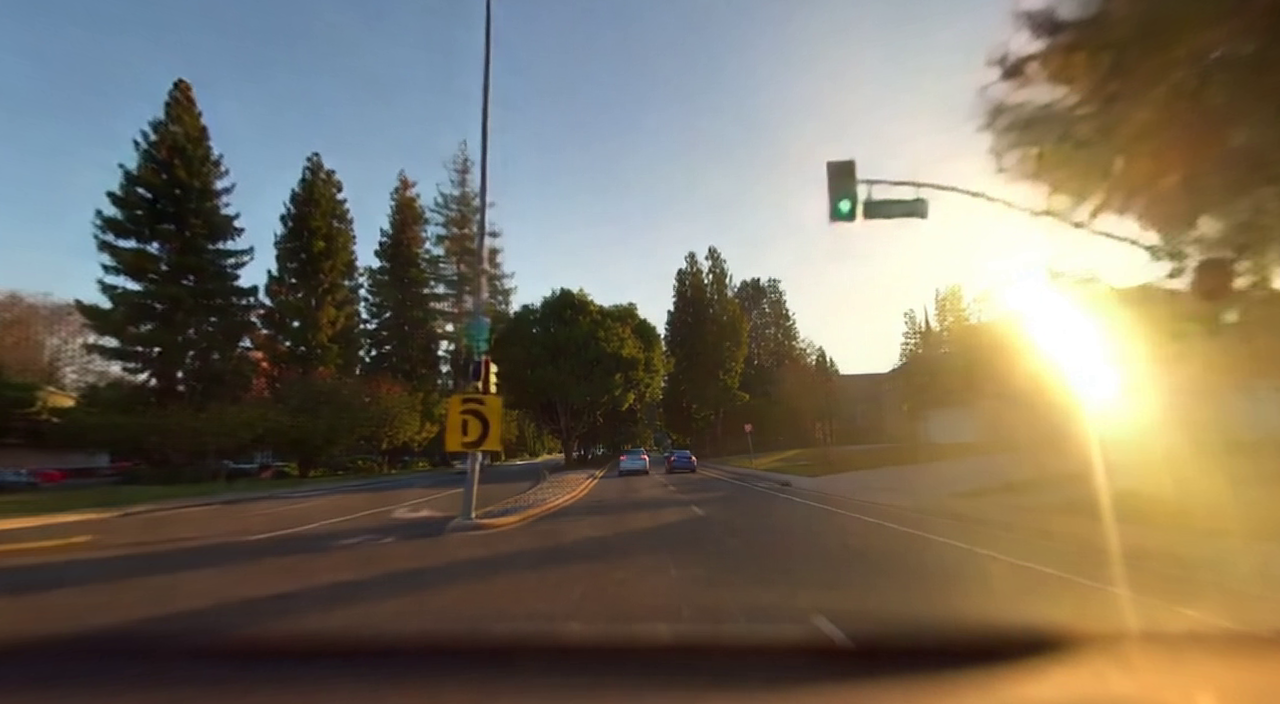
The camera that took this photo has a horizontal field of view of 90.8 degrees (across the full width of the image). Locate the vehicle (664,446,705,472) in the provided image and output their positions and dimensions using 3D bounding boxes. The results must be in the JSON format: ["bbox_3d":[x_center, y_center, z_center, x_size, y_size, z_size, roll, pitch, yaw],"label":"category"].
[{"bbox_3d":[2.689,6.572,39.047,2.057,1.496,4.401,0,-9,-2],"label":"vehicle"}]

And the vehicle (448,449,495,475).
[{"bbox_3d":[-11.832,7.723,44.592,2.107,1.684,4.707,0,-9,-1],"label":"vehicle"}]

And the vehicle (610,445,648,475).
[{"bbox_3d":[-0.611,5.985,35.230,2.018,1.511,3.993,0,-9,-1],"label":"vehicle"}]
